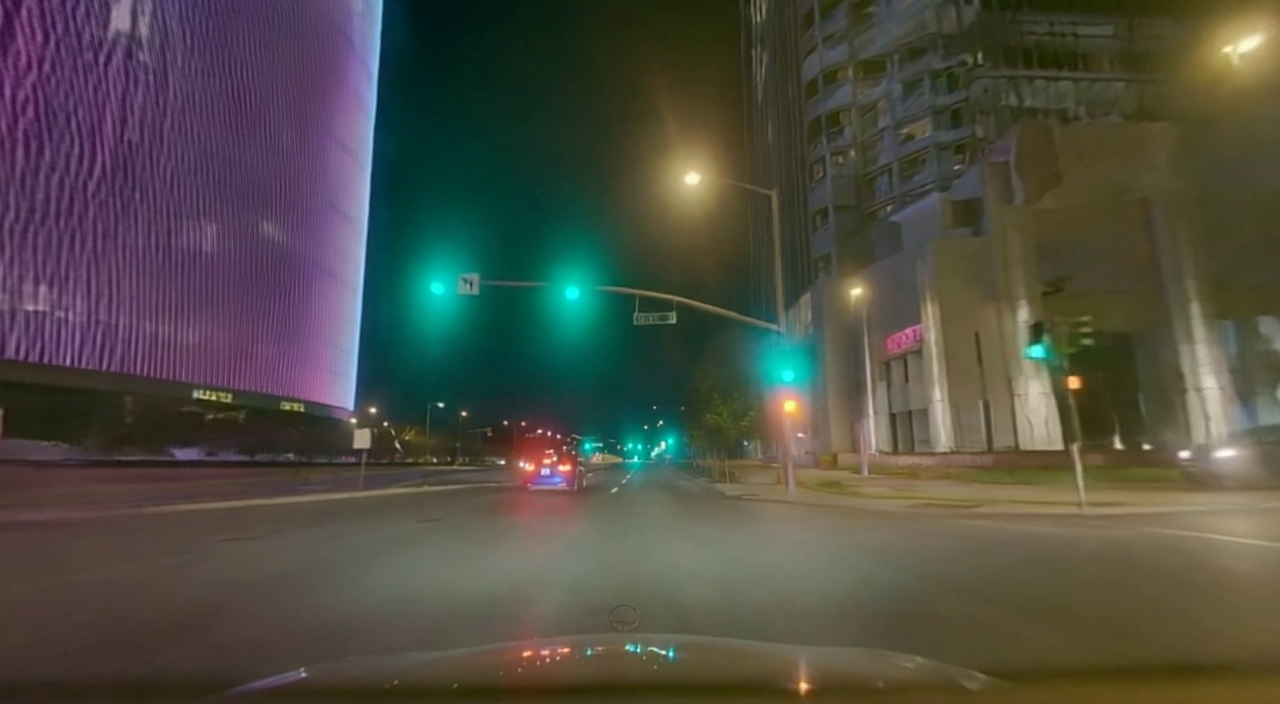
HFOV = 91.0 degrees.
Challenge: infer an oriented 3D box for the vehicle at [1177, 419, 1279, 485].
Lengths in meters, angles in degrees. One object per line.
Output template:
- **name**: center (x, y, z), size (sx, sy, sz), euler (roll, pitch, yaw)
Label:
- **vehicle**: center (16.678, 2.588, 16.216), size (1.851, 1.594, 4.324), euler (0, -9, 1)

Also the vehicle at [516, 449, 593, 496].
- **vehicle**: center (-2.933, 4.263, 22.616), size (1.971, 1.486, 4.380), euler (0, -9, 2)
